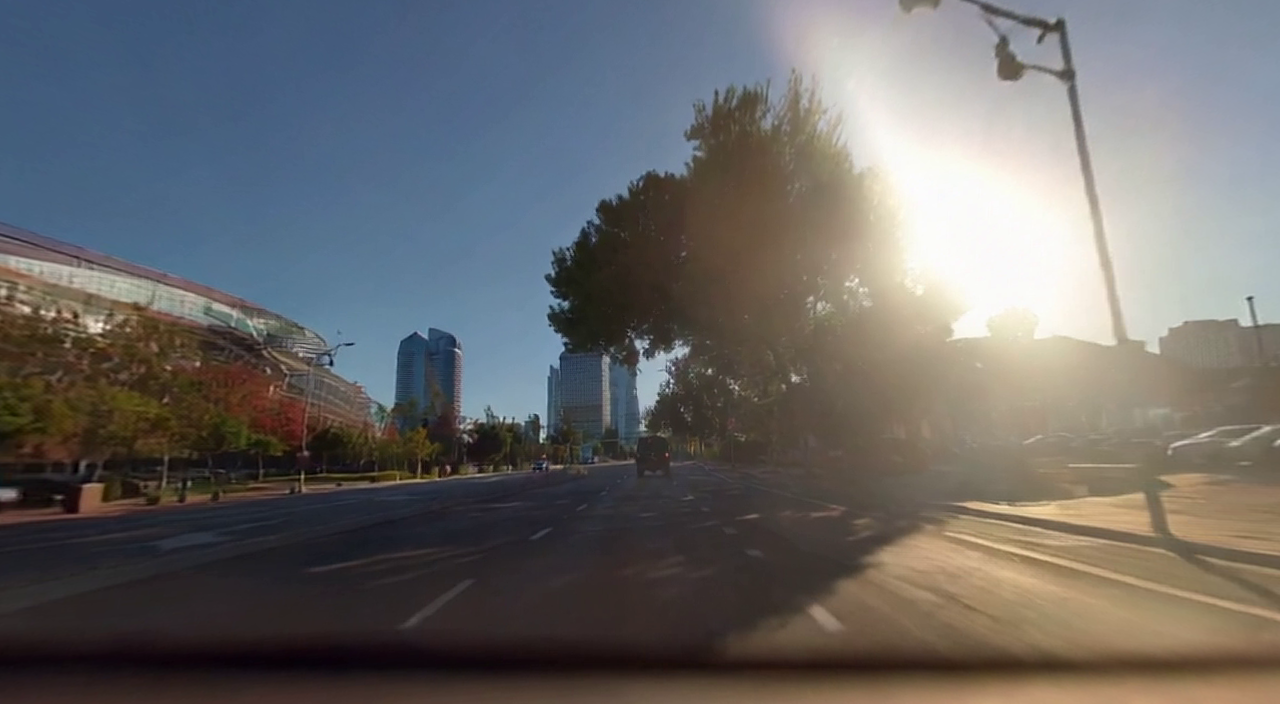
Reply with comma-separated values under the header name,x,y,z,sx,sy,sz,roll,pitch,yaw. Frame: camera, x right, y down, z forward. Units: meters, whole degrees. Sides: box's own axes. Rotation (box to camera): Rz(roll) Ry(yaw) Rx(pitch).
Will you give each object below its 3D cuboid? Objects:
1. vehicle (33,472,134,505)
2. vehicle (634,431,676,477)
name,x,y,z,sx,sy,sz,roll,pitch,yaw
vehicle,-33.962,8.328,38.670,1.812,1.472,4.739,-4,-8,2
vehicle,0.977,7.854,48.385,2.843,3.120,10.422,0,-10,0
